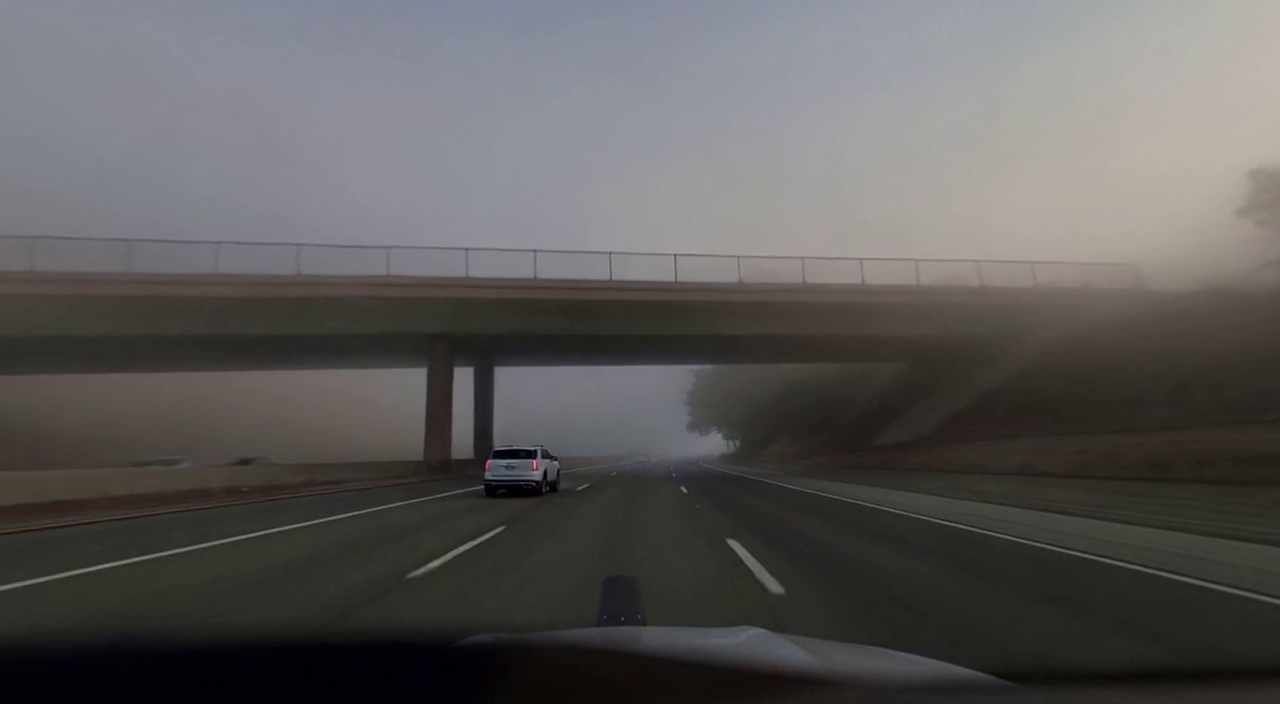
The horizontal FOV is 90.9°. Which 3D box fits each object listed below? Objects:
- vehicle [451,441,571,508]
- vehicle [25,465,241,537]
[{"bbox_3d":[-3.431,3.380,17.887,2.274,1.628,4.807,0,-9,2],"label":"vehicle"},{"bbox_3d":[-12.363,3.607,15.839,1.822,1.448,4.297,0,-9,0],"label":"vehicle"}]
